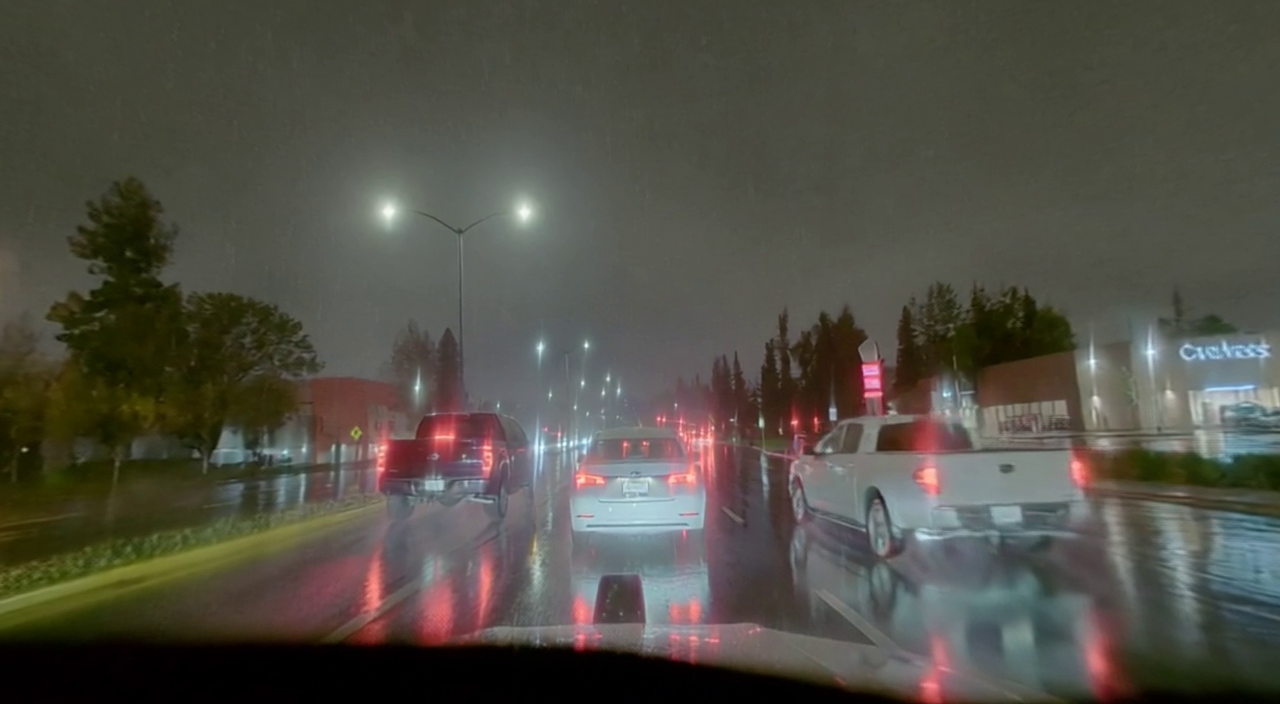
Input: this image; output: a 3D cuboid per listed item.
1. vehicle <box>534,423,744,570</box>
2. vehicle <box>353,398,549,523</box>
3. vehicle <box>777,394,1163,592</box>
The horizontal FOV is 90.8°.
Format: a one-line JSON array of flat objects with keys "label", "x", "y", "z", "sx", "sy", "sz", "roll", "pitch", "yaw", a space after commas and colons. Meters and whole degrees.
[{"label": "vehicle", "x": -0.068, "y": 1.759, "z": 8.465, "sx": 2.126, "sy": 1.475, "sz": 3.967, "roll": 0, "pitch": -8, "yaw": -2}, {"label": "vehicle", "x": -3.433, "y": 2.135, "z": 12.950, "sx": 2.301, "sy": 1.985, "sz": 5.531, "roll": 0, "pitch": -8, "yaw": 0}, {"label": "vehicle", "x": 3.333, "y": 1.546, "z": 7.828, "sx": 2.092, "sy": 1.658, "sz": 4.814, "roll": 0, "pitch": -8, "yaw": -1}]
